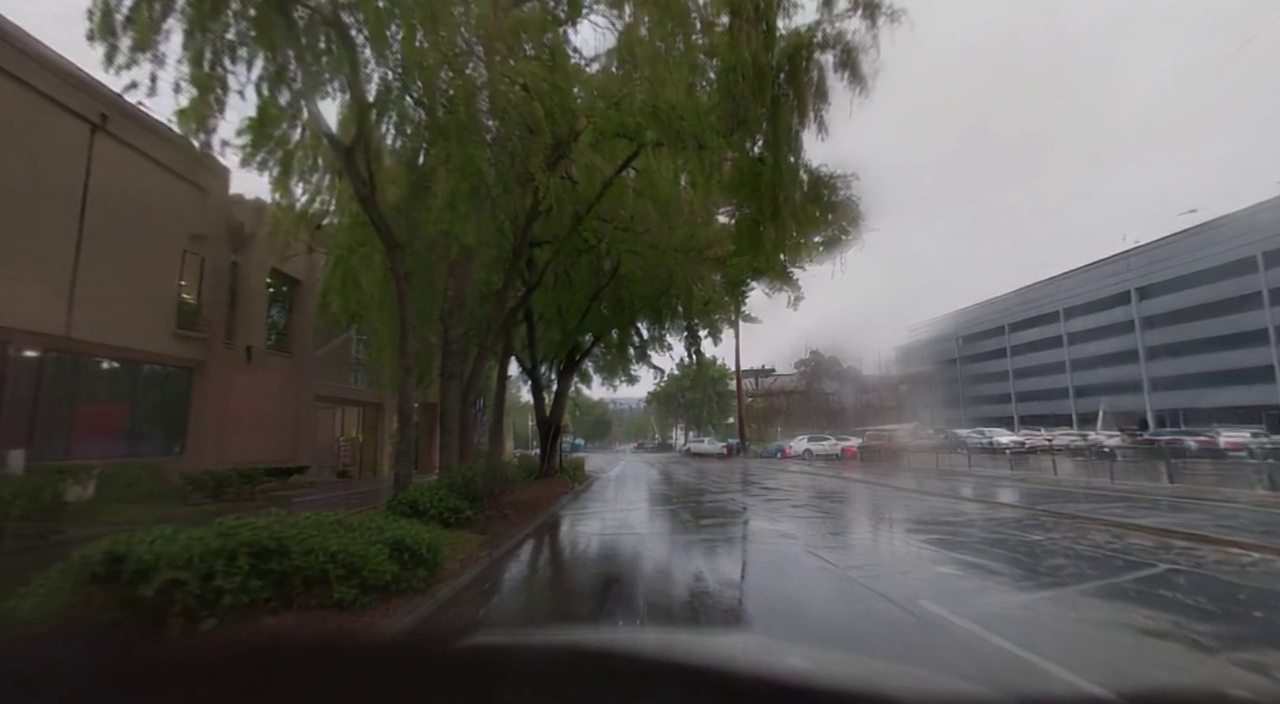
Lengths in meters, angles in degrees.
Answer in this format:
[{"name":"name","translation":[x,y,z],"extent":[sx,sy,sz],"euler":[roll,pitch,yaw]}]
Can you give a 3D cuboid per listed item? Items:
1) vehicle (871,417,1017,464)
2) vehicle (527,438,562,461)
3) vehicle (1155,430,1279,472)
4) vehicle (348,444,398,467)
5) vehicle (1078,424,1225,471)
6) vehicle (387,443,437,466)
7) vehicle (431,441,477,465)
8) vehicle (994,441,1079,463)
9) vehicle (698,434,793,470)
[{"name":"vehicle","translation":[13.940,4.096,29.271],"extent":[5.540,2.045,2.259],"euler":[0,-8,-2]},{"name":"vehicle","translation":[-7.257,7.479,48.583],"extent":[1.993,1.640,4.457],"euler":[0,-8,0]},{"name":"vehicle","translation":[26.792,4.511,28.874],"extent":[4.591,1.808,2.016],"euler":[0,-9,0]},{"name":"vehicle","translation":[-19.651,7.613,46.702],"extent":[1.880,1.617,3.870],"euler":[-1,-8,2]},{"name":"vehicle","translation":[26.004,4.879,32.284],"extent":[5.596,2.168,2.307],"euler":[2,-8,-3]},{"name":"vehicle","translation":[-16.632,7.509,46.340],"extent":[1.850,1.531,4.256],"euler":[0,-7,4]},{"name":"vehicle","translation":[-13.768,7.450,46.994],"extent":[1.888,1.657,4.138],"euler":[0,-7,5]},{"name":"vehicle","translation":[26.816,6.789,42.830],"extent":[4.558,1.452,1.790],"euler":[0,-8,-1]},{"name":"vehicle","translation":[5.416,5.083,32.217],"extent":[4.626,1.723,1.939],"euler":[5,-10,-32]}]
